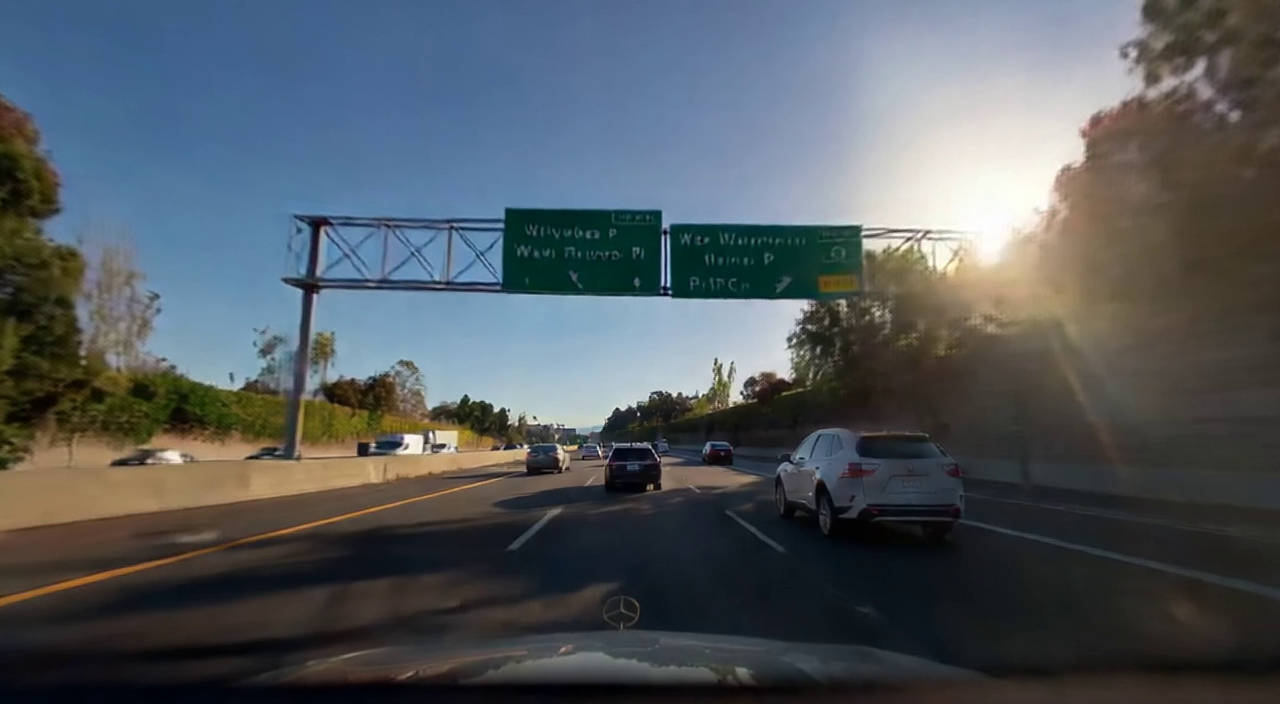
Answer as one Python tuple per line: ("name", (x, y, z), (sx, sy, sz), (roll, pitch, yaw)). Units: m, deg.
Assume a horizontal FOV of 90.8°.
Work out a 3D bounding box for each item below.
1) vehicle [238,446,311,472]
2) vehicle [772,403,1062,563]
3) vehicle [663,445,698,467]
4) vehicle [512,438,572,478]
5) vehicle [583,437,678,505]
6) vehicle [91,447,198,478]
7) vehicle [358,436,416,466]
("vehicle", (-22.402, 6.559, 38.942), (2.141, 1.462, 4.057), (0, -8, -2))
("vehicle", (3.635, 1.826, 9.558), (2.162, 1.800, 4.693), (0, -8, -1))
("vehicle", (2.829, 7.350, 44.952), (1.998, 1.490, 4.296), (0, -8, -3))
("vehicle", (-4.704, 5.192, 31.151), (2.218, 1.776, 5.031), (0, -8, -1))
("vehicle", (-0.264, 2.920, 15.941), (2.098, 1.475, 3.997), (0, -8, -2))
("vehicle", (-26.187, 5.804, 33.635), (1.915, 1.491, 4.771), (0, -8, -2))
("vehicle", (-18.757, 7.383, 47.152), (2.233, 2.092, 5.457), (0, -8, -3))
